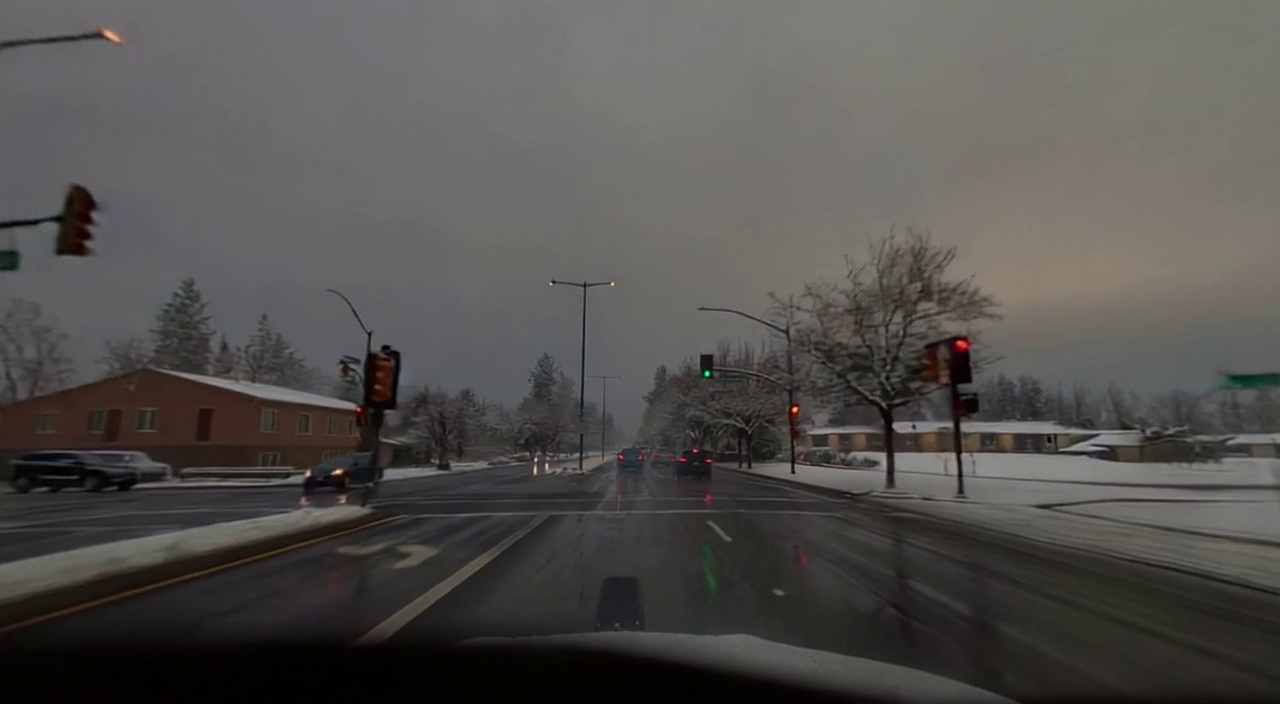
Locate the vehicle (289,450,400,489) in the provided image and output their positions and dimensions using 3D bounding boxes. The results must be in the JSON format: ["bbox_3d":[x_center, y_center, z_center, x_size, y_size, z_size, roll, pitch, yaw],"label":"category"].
[{"bbox_3d":[-16.153,6.405,34.791,2.188,1.940,5.008,-6,-11,36],"label":"vehicle"}]

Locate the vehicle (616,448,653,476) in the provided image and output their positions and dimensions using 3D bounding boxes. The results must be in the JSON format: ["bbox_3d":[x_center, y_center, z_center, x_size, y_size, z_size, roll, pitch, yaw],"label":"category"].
[{"bbox_3d":[-0.327,6.407,36.985,2.018,1.511,3.993,0,-8,-1],"label":"vehicle"}]

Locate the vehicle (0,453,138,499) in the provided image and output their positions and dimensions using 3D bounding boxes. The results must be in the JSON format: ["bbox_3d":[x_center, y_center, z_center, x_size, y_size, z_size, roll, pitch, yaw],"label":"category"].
[{"bbox_3d":[-25.172,5.430,27.655,4.634,1.840,2.025,-1,-10,1],"label":"vehicle"}]

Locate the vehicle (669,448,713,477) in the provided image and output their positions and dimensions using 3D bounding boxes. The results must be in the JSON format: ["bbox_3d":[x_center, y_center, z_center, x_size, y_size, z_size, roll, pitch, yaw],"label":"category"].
[{"bbox_3d":[2.862,6.296,36.311,2.057,1.496,4.401,0,-8,-2],"label":"vehicle"}]
